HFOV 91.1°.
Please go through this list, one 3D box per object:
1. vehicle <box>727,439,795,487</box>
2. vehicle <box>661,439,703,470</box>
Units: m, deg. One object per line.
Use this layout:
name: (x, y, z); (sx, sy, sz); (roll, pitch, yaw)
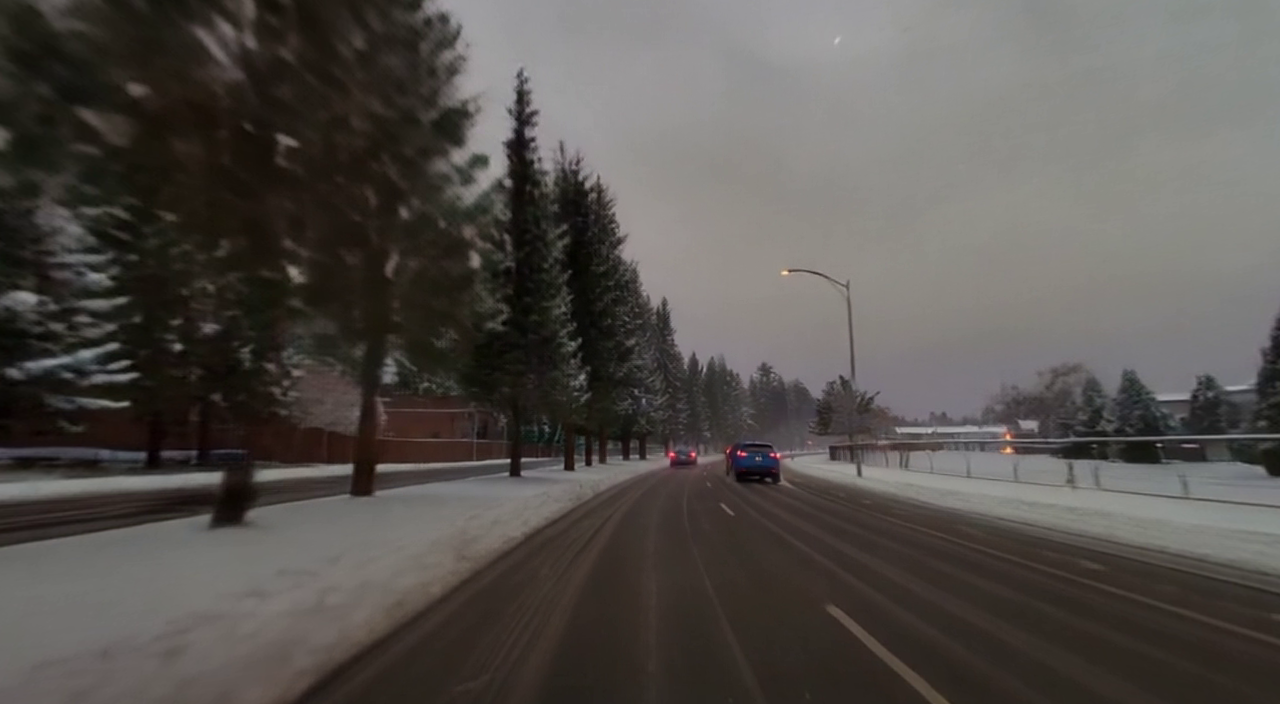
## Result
vehicle: (4.520, 4.197, 24.142); (1.971, 1.663, 4.287); (-1, -8, 3)
vehicle: (2.726, 6.406, 39.491); (2.251, 1.822, 4.391); (-1, -8, 8)
